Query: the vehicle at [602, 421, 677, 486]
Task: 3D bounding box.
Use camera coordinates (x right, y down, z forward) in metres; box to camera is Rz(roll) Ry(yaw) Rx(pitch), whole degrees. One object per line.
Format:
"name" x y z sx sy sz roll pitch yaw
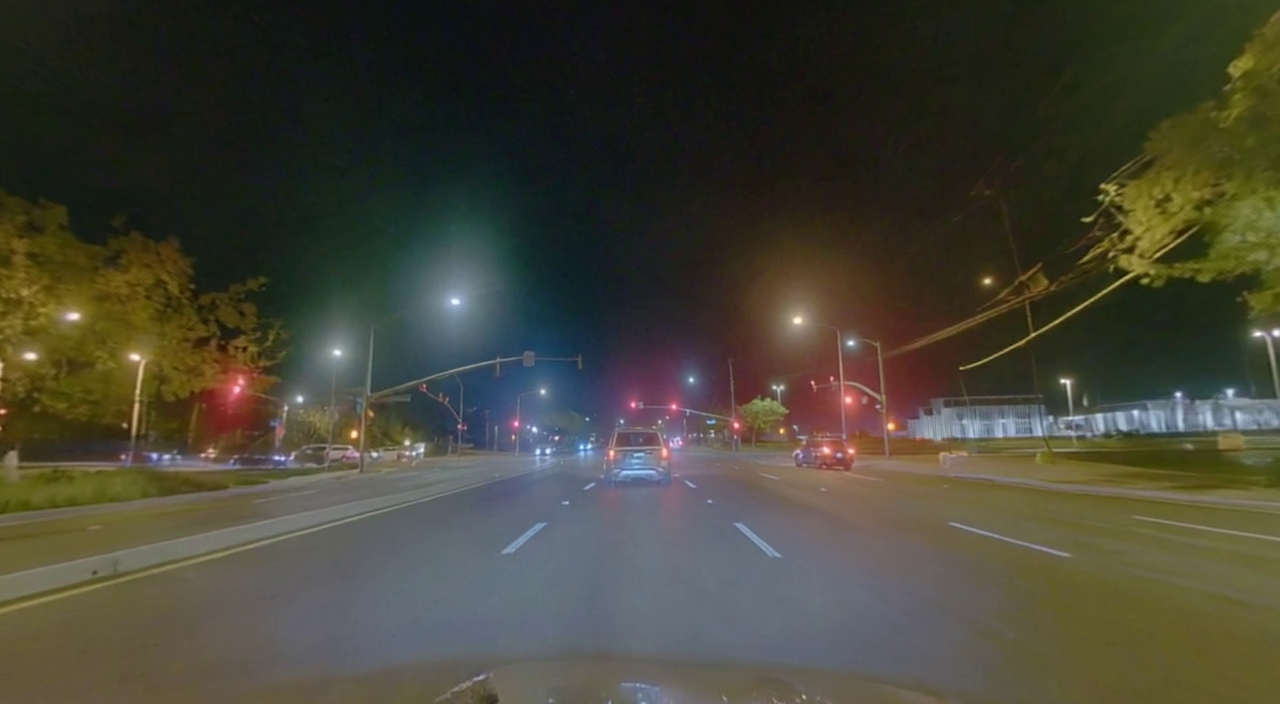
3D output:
"vehicle" -0.037 3.439 21.548 2.267 1.926 4.708 0 -9 -1

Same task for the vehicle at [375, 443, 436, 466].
"vehicle" -17.853 7.766 48.083 4.582 1.627 2.209 -7 -11 37
